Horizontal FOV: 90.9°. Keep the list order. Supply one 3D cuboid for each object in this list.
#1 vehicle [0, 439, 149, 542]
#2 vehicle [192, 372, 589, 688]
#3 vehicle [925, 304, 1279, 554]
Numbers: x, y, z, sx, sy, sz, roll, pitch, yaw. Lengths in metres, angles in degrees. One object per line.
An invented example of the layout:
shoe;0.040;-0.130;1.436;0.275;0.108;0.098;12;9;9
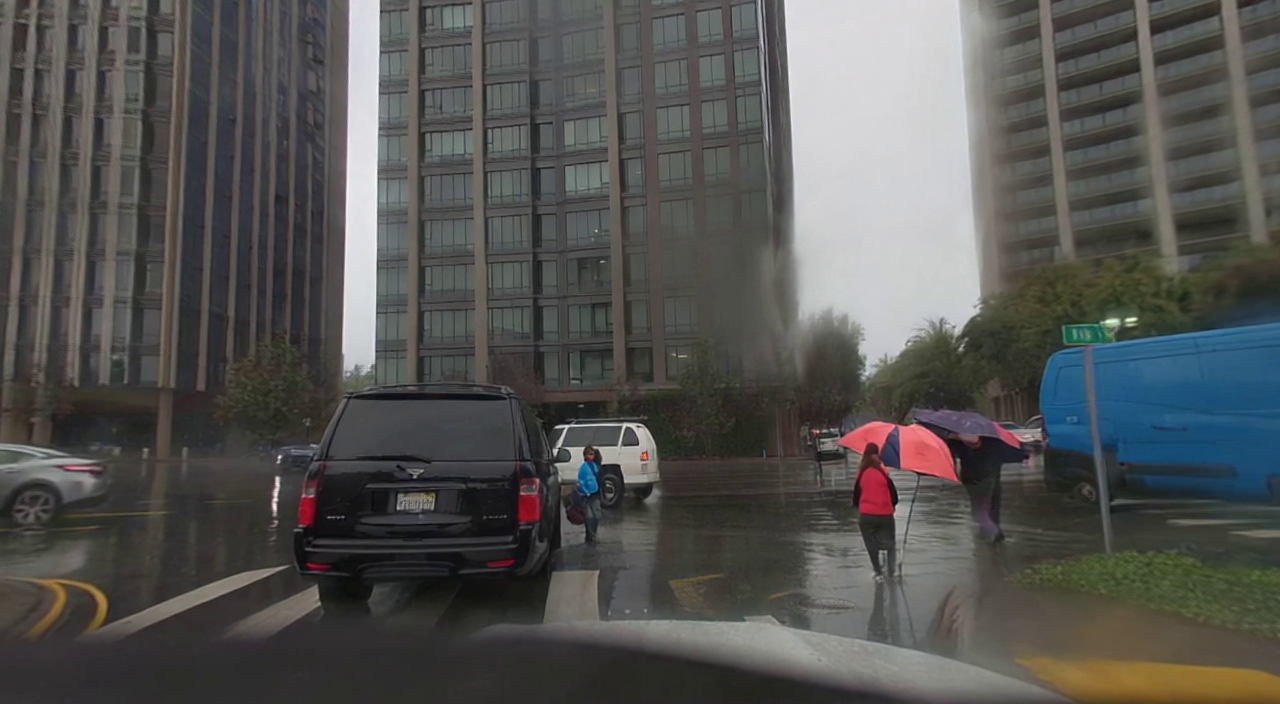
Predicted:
vehicle;-12.004;2.436;11.195;2.021;1.742;4.654;-6;-11;36
vehicle;-1.631;1.289;5.710;2.144;1.733;4.115;1;-9;-7
vehicle;7.822;0.993;8.195;6.932;2.753;2.446;0;-8;1
